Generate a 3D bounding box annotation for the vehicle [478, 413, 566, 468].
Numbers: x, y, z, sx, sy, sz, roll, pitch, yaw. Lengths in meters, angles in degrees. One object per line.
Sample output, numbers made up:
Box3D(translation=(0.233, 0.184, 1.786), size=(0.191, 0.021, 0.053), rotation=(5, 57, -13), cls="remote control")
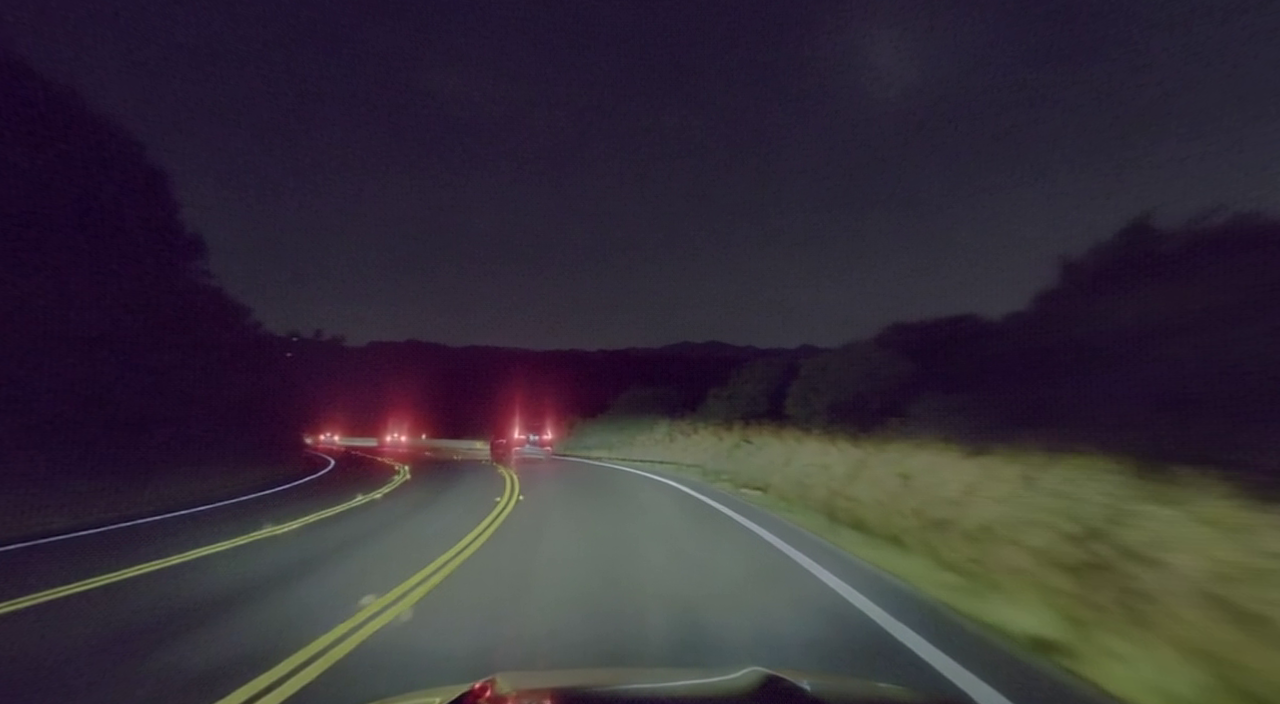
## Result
Box3D(translation=(-4.927, 3.615, 25.544), size=(2.500, 1.961, 5.637), rotation=(3, -9, -20), cls="vehicle")
